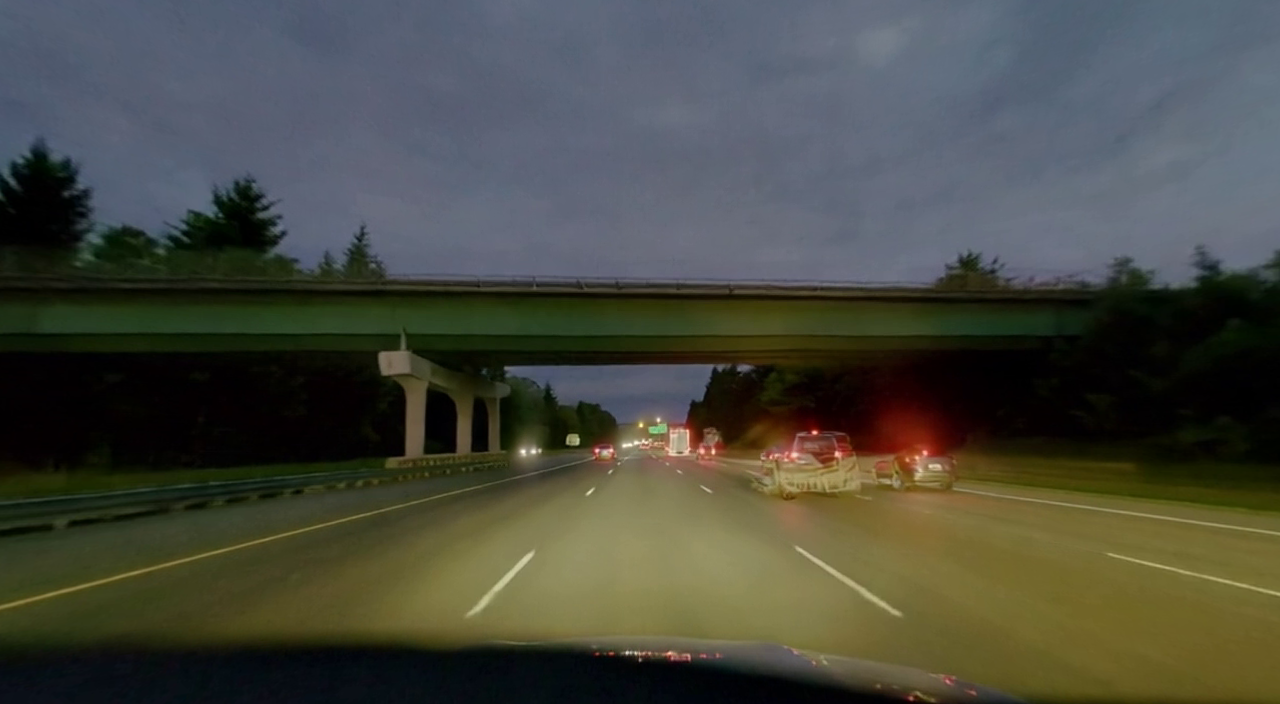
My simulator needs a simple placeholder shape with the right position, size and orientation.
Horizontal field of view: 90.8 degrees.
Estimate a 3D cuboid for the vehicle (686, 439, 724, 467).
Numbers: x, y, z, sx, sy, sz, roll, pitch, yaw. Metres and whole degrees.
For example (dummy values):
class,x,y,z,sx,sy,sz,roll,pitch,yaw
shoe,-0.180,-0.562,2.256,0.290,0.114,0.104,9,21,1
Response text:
class,x,y,z,sx,sy,sz,roll,pitch,yaw
vehicle,4.639,7.260,45.519,2.100,1.889,4.969,0,-9,-1
